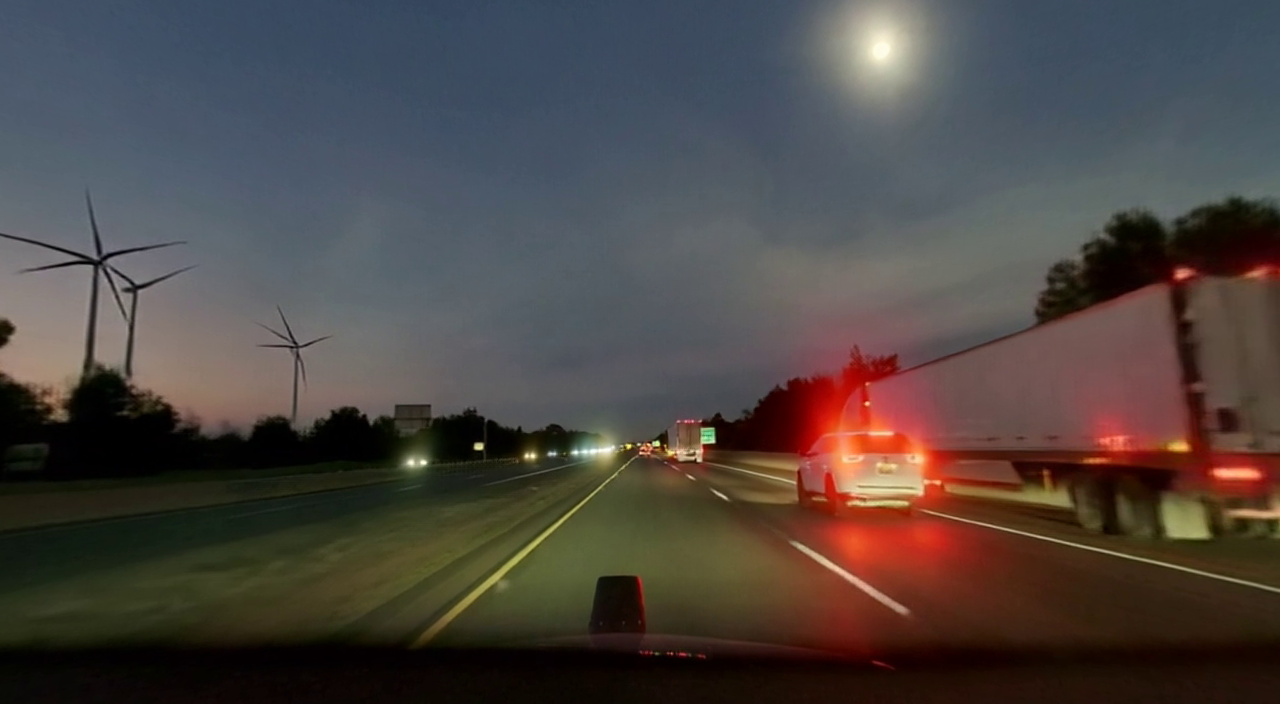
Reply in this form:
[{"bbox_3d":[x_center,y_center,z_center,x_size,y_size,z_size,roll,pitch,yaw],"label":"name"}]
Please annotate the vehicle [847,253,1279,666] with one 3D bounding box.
[{"bbox_3d":[4.522,1.053,6.787,2.609,2.648,5.397,0,-9,-1],"label":"vehicle"}]
